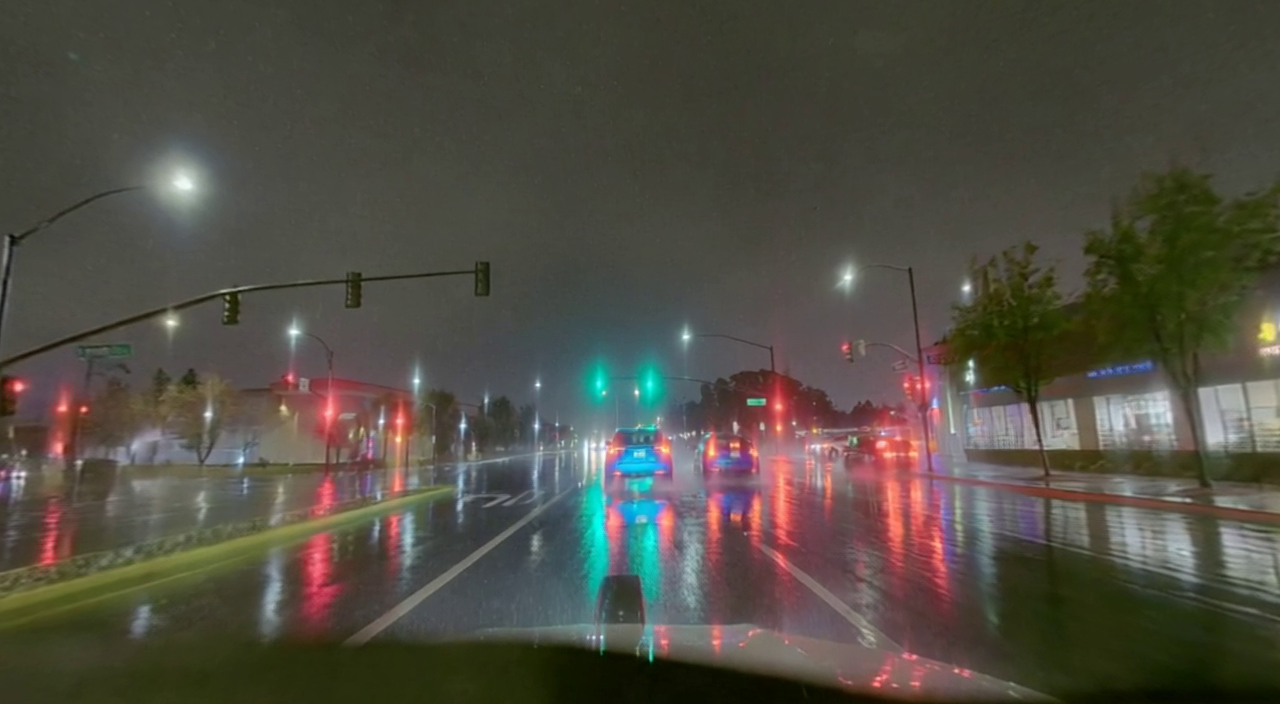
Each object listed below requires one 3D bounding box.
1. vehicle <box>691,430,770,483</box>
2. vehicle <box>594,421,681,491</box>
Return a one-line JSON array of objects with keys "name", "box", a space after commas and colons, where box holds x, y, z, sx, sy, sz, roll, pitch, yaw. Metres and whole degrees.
[{"name": "vehicle", "box": [3.184, 3.794, 23.257, 2.107, 1.736, 4.228, 0, -8, -2]}, {"name": "vehicle", "box": [-0.149, 3.251, 20.074, 2.413, 1.939, 4.716, 0, -8, -2]}]
